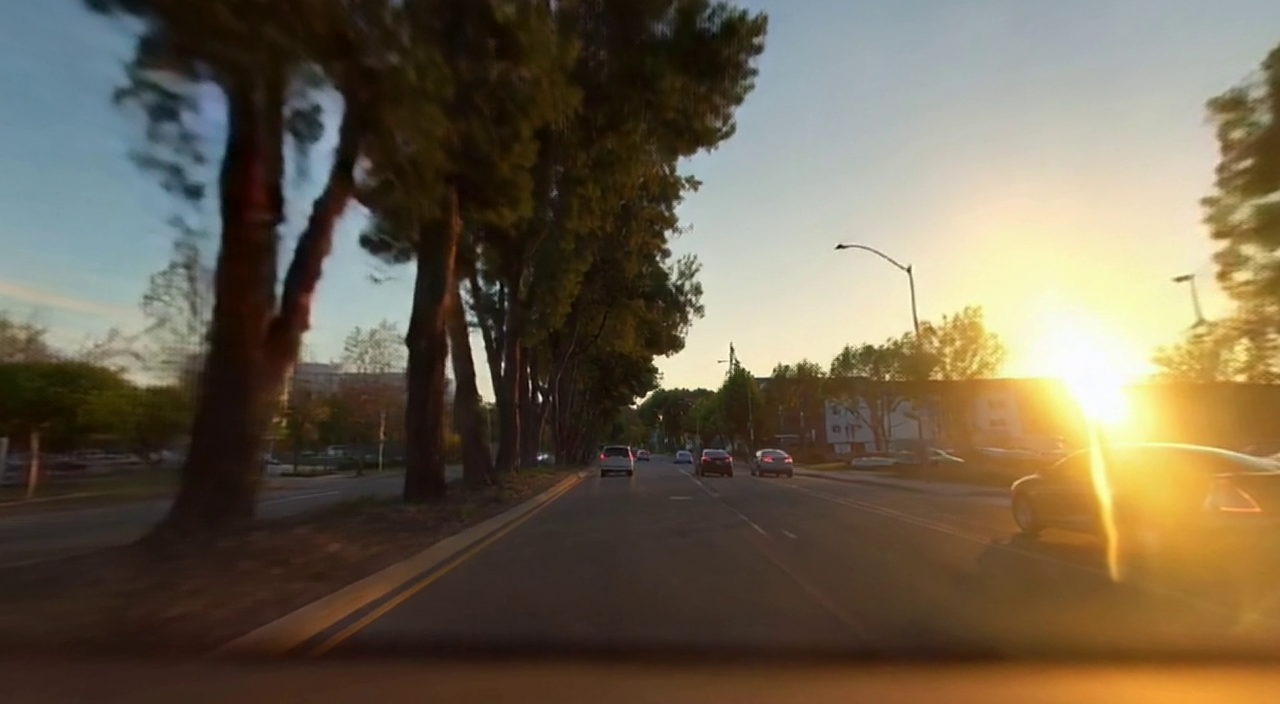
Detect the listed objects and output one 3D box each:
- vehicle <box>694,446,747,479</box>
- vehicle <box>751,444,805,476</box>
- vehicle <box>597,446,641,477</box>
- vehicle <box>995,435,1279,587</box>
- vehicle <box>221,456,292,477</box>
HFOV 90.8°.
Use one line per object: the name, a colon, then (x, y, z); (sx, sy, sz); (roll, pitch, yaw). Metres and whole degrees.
vehicle: (3.875, 5.367, 30.931); (2.020, 1.472, 3.958); (0, -8, -1)
vehicle: (7.669, 6.055, 35.598); (1.945, 1.687, 4.292); (0, -8, -2)
vehicle: (-1.055, 5.558, 32.353); (2.077, 1.477, 3.897); (0, -8, -1)
vehicle: (7.228, 1.953, 8.738); (1.888, 1.508, 4.646); (0, -8, -1)
vehicle: (-29.459, 8.793, 48.586); (4.320, 1.459, 1.860); (0, -8, 3)
